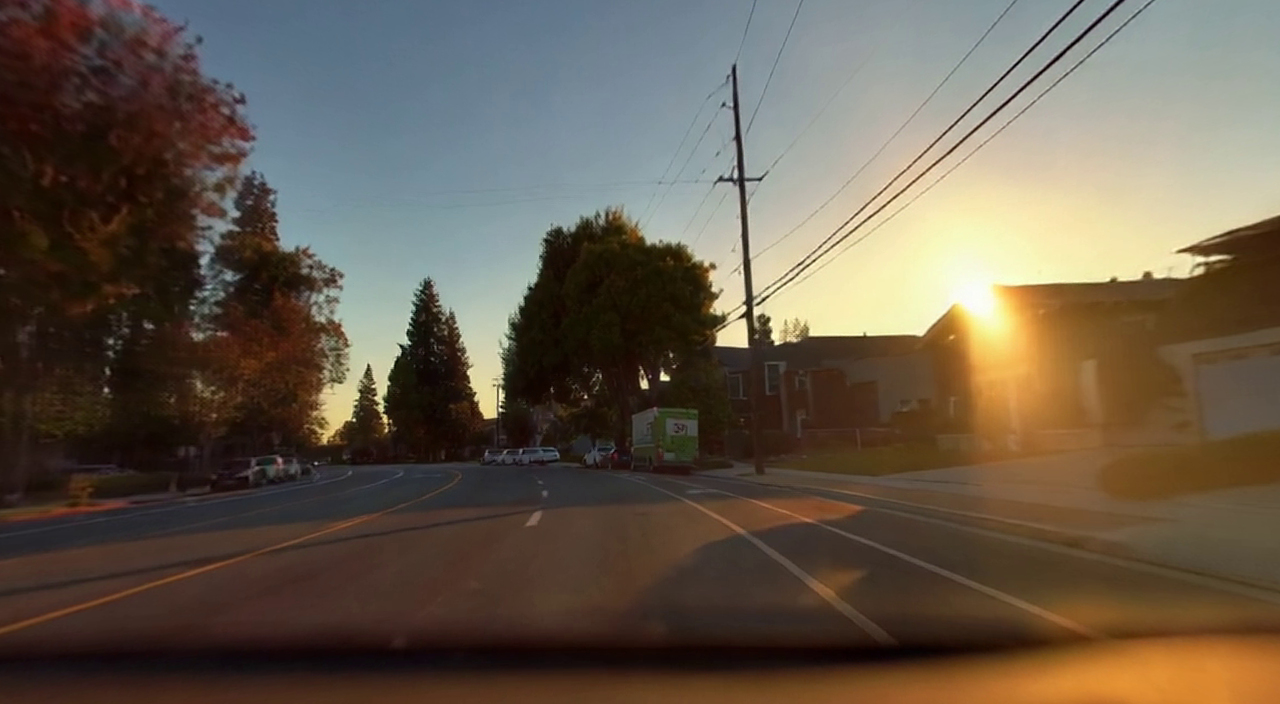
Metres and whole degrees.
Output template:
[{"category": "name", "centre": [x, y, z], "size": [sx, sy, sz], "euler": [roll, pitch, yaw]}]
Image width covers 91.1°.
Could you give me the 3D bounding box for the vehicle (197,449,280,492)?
[{"category": "vehicle", "centre": [-18.795, 5.511, 29.644], "size": [1.976, 1.797, 4.249], "euler": [2, -9, -15]}]

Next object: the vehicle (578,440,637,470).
[{"category": "vehicle", "centre": [-2.347, 6.970, 42.880], "size": [2.251, 1.868, 6.178], "euler": [3, -9, -20]}]

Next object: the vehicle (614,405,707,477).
[{"category": "vehicle", "centre": [0.832, 4.765, 33.384], "size": [2.918, 3.319, 7.595], "euler": [2, -9, -14]}]
